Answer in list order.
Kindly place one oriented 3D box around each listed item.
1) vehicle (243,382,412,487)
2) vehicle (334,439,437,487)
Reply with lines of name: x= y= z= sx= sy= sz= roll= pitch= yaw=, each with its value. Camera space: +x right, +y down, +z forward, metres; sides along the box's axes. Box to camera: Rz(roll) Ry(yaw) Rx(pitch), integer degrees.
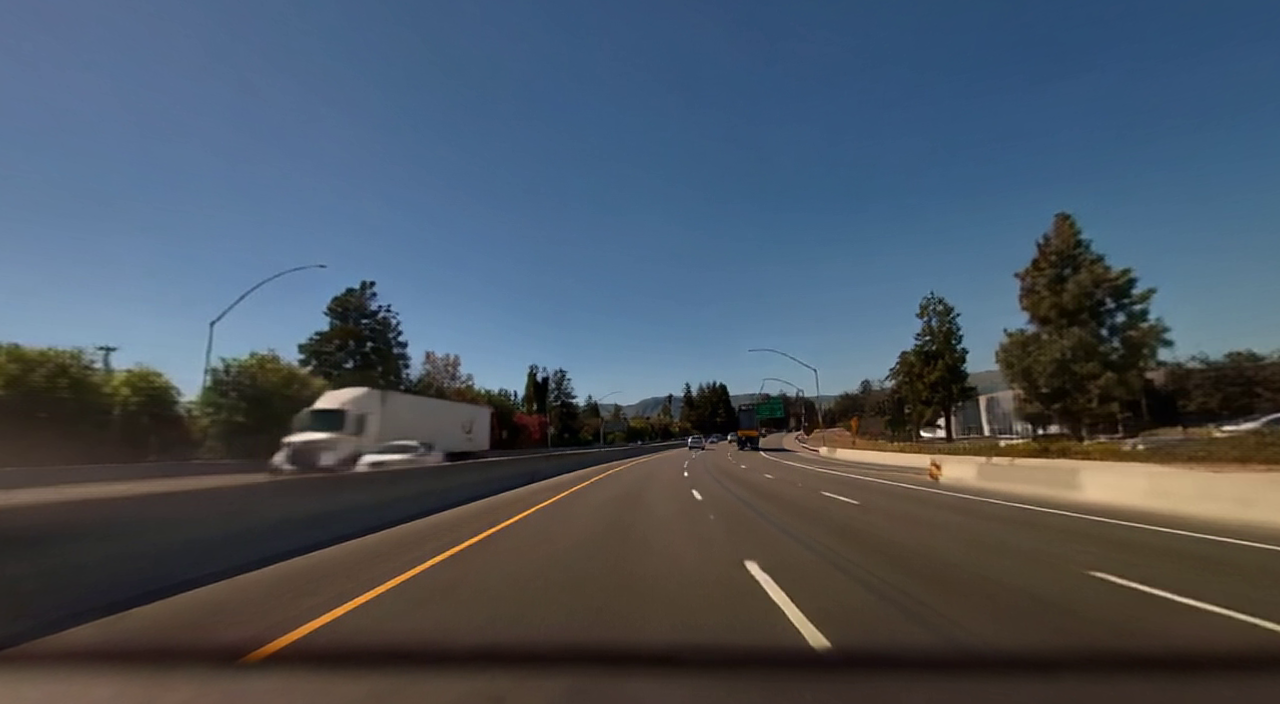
vehicle: x=-13.595 y=3.779 z=28.612 sx=3.020 sy=4.048 sz=8.294 roll=0 pitch=-8 yaw=3
vehicle: x=-9.747 y=4.268 z=24.608 sx=2.008 sy=1.686 sz=4.398 roll=0 pitch=-8 yaw=2
